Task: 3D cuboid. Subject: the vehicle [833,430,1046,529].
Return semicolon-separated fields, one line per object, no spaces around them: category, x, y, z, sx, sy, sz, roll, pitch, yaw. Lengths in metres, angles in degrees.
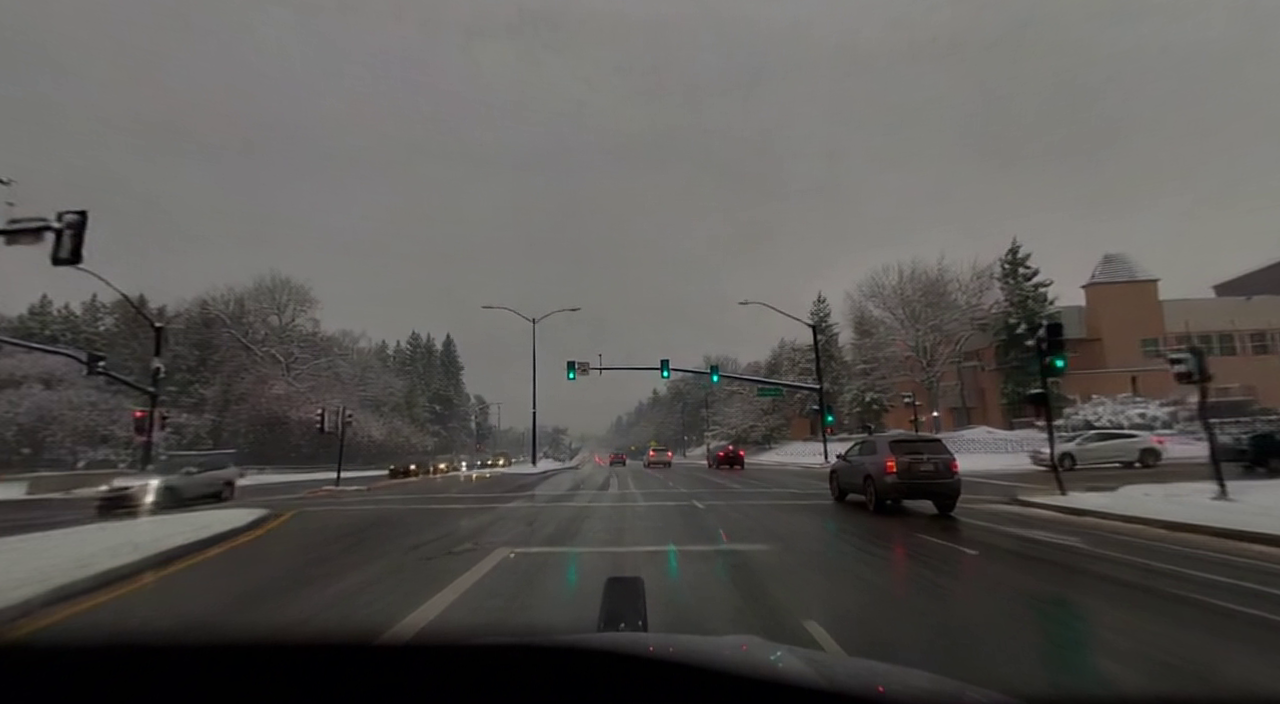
vehicle;5.675;2.458;12.719;2.056;1.624;4.498;0;-9;0

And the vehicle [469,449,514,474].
vehicle;-10.545;7.774;44.825;2.022;1.673;4.393;0;-9;1

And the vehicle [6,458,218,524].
vehicle;-14.589;3.828;17.823;1.812;1.508;4.735;0;-9;2

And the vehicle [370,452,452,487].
vehicle;-10.788;5.527;29.969;1.986;1.505;4.693;0;-9;2

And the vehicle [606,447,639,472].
vehicle;-1.128;6.860;40.238;2.026;1.453;3.780;0;-9;-2

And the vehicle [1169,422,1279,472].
vehicle;20.638;3.114;20.614;4.589;1.563;2.055;0;-9;1

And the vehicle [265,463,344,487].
vehicle;-23.781;8.722;44.700;1.904;1.497;4.685;-4;-9;22

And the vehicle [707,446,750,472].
vehicle;5.475;6.647;39.254;1.924;1.527;4.268;0;-9;-2
